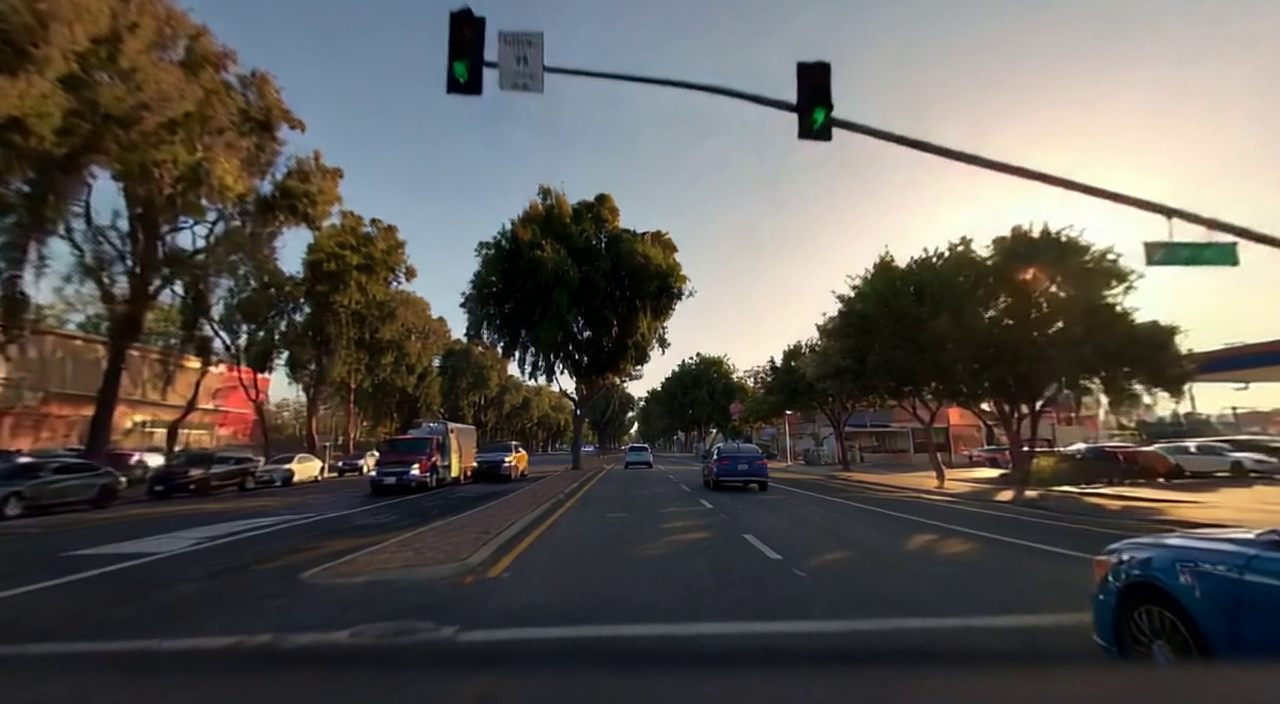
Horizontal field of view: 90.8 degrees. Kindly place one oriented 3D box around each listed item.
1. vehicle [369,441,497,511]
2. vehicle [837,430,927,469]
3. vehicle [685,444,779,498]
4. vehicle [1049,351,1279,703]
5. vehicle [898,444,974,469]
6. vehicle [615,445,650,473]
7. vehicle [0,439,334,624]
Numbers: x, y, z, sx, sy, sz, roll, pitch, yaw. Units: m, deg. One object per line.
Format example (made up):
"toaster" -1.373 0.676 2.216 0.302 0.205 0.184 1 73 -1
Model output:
"vehicle" -5.148 3.092 16.393 1.953 1.526 4.349 0 -8 -2
"vehicle" 16.601 6.747 43.740 2.400 2.488 5.485 4 -10 -28
"vehicle" 2.722 3.648 19.809 2.061 1.487 4.462 0 -9 -3
"vehicle" 3.615 0.663 1.293 2.117 1.689 5.113 0 -9 0
"vehicle" 20.569 7.252 44.106 2.154 1.670 4.434 4 -9 -24
"vehicle" -0.494 6.563 38.900 2.029 1.605 3.827 0 -9 -2
"vehicle" -5.428 1.773 7.433 1.972 1.466 4.493 2 -8 -9
